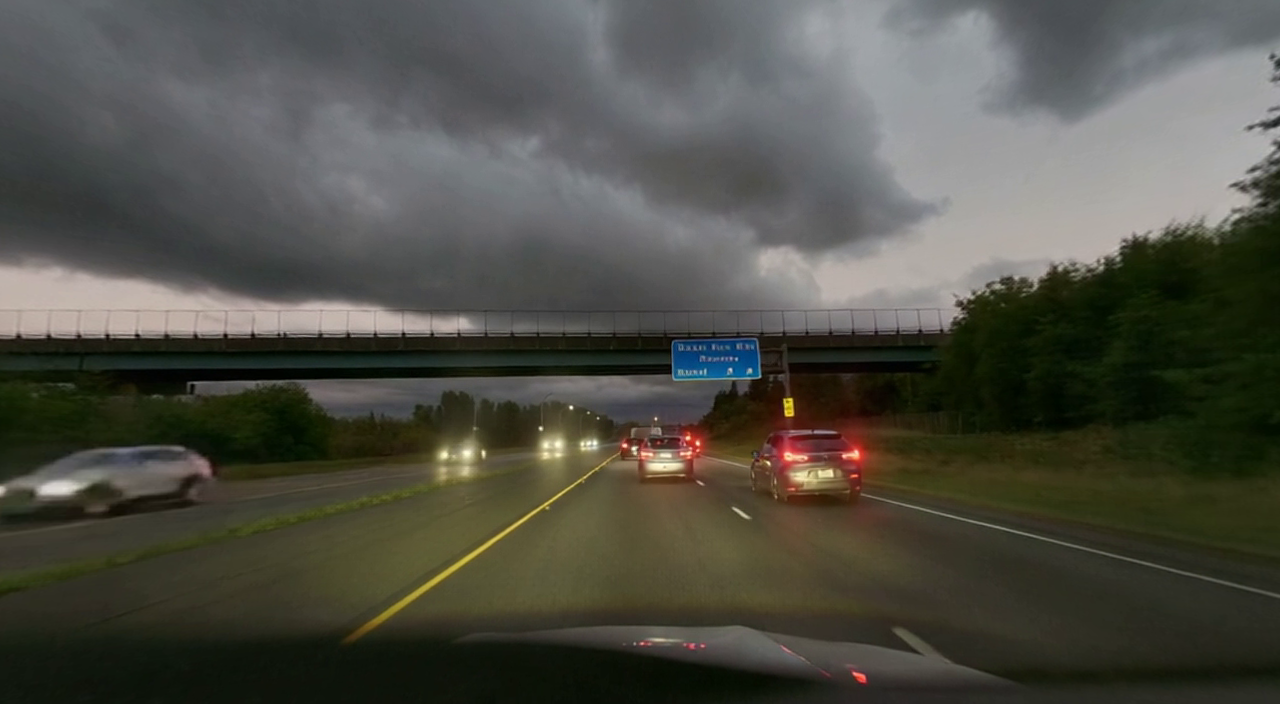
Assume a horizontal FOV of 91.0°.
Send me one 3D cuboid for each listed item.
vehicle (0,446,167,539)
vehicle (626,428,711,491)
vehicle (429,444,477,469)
[{"bbox_3d":[-11.385,2.504,11.608,1.925,1.458,4.438,0,-8,-1],"label":"vehicle"},{"bbox_3d":[0.717,3.145,18.793,2.092,1.636,4.024,0,-8,-4],"label":"vehicle"},{"bbox_3d":[-12.069,6.720,40.872,1.943,1.495,3.933,-1,-8,0],"label":"vehicle"}]
